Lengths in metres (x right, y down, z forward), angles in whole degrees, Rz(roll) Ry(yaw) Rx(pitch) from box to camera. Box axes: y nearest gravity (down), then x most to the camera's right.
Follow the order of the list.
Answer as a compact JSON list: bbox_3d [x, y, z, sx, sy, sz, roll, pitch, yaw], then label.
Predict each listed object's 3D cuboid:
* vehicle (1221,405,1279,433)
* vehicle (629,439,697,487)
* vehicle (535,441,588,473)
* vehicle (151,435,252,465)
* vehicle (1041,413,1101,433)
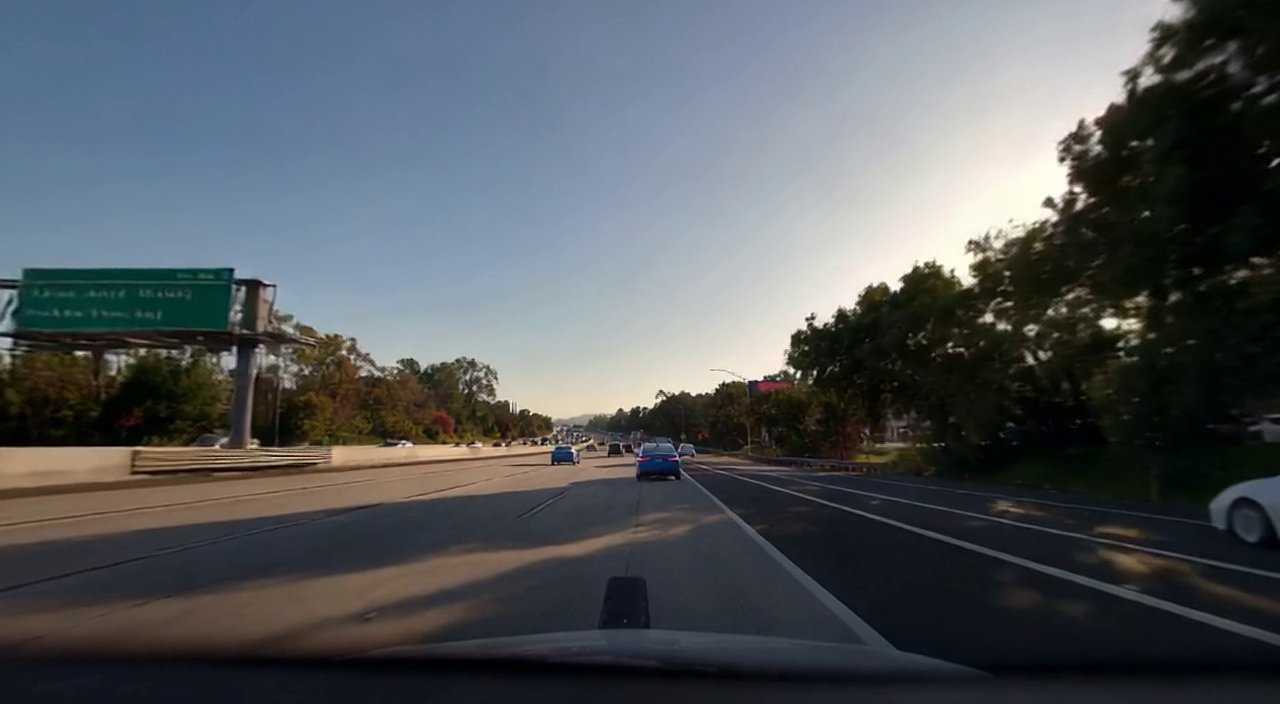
[{"bbox_3d":[35.448,3.728,34.927,1.781,1.456,4.462,7,-10,-38],"label":"vehicle"},{"bbox_3d":[0.754,3.772,21.780,2.113,1.464,4.073,0,-8,1],"label":"vehicle"},{"bbox_3d":[-4.000,5.427,32.868,2.047,1.497,4.208,0,-8,2],"label":"vehicle"},{"bbox_3d":[-25.148,5.643,36.464,1.948,1.623,5.279,0,-8,2],"label":"vehicle"},{"bbox_3d":[33.417,5.542,49.038,1.782,1.506,3.935,0,-8,-2],"label":"vehicle"}]
